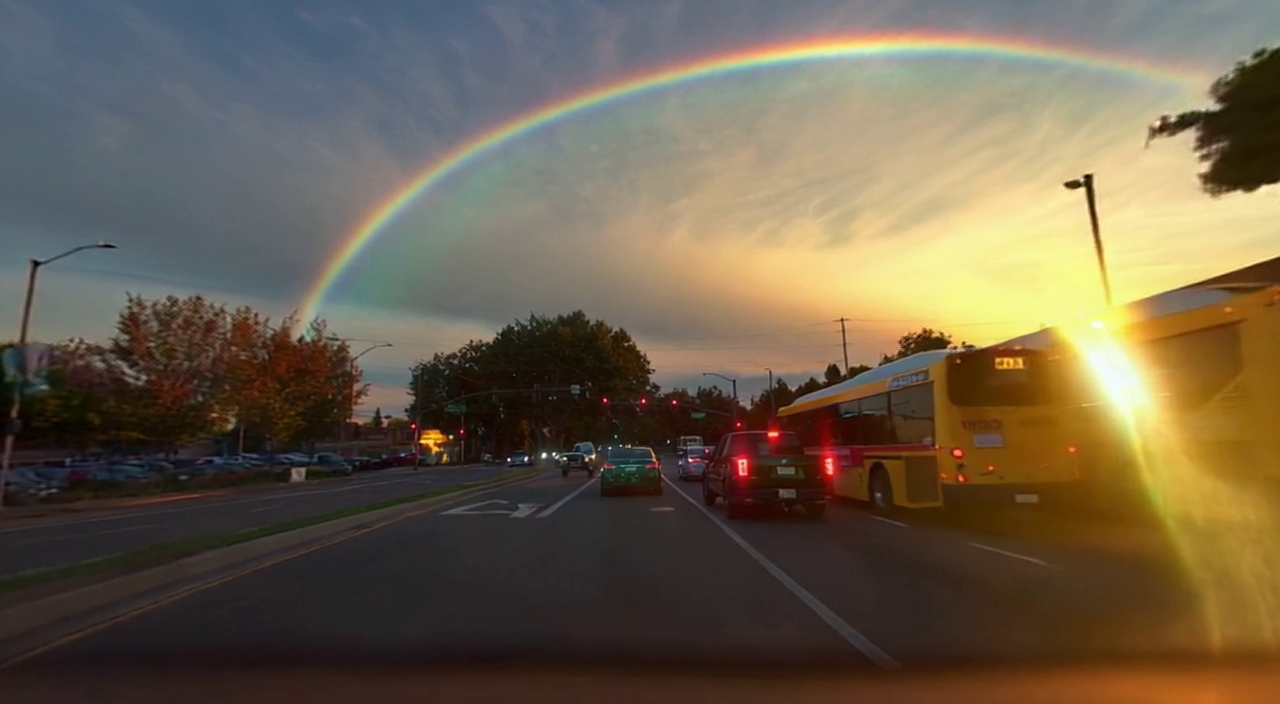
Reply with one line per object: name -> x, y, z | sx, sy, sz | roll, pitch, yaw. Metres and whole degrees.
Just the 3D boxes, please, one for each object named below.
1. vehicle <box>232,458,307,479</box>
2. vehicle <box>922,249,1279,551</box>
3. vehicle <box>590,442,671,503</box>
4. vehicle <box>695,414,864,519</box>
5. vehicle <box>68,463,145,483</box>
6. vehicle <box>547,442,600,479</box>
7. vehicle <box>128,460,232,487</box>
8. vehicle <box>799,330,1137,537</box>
vehicle -> -28.083, 8.788, 47.945 | 4.800, 1.461, 1.831 | 5, -10, -32
vehicle -> 10.190, 1.403, 13.649 | 3.181, 4.110, 10.468 | 0, -9, -1
vehicle -> -0.291, 3.376, 18.090 | 2.071, 1.525, 3.723 | 0, -9, -1
vehicle -> 2.891, 2.623, 14.910 | 2.490, 1.951, 5.931 | 0, -9, -1
vehicle -> -41.307, 9.383, 48.948 | 4.357, 1.470, 1.808 | -1, -9, 4
vehicle -> -3.253, 5.410, 31.684 | 2.180, 1.708, 4.397 | 0, -9, 0
vehicle -> -28.445, 7.517, 39.276 | 4.881, 1.458, 1.914 | 4, -10, -27
vehicle -> 6.347, 1.944, 14.611 | 2.879, 3.318, 8.881 | 0, -9, -1
